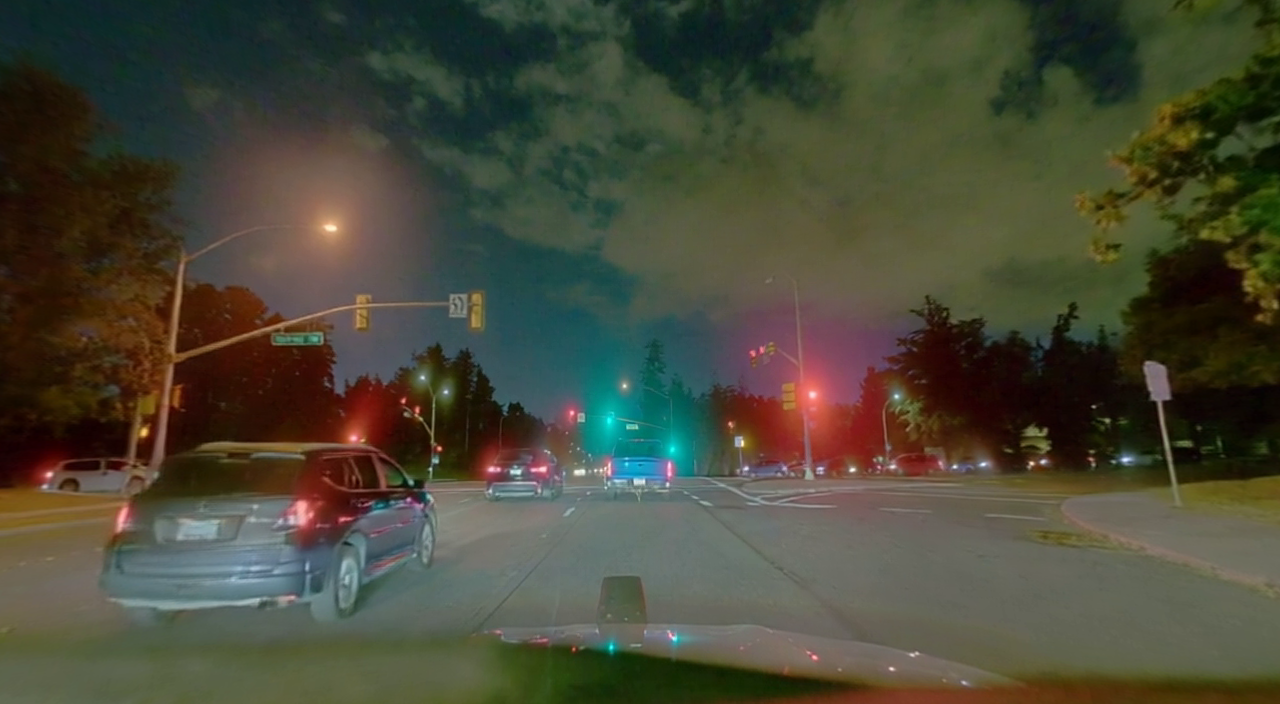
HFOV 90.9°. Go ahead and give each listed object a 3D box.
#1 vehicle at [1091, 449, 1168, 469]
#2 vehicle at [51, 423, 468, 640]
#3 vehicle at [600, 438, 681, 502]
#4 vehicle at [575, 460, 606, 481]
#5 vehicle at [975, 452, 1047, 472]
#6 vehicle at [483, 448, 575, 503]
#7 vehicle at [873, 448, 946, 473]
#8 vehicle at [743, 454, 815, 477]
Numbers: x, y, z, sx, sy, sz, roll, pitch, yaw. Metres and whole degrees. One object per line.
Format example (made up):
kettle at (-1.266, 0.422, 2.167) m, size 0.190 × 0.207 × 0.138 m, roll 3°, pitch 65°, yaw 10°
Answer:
vehicle at (37.831, 8.249, 48.726) m, size 4.525 × 1.468 × 1.839 m, roll 1°, pitch -9°, yaw -5°
vehicle at (-3.194, 1.540, 6.296) m, size 1.960 × 1.528 × 3.490 m, roll 0°, pitch -9°, yaw 0°
vehicle at (0.005, 3.452, 18.845) m, size 2.163 × 1.678 × 3.846 m, roll 0°, pitch -9°, yaw 0°
vehicle at (-3.861, 9.309, 49.722) m, size 2.101 × 1.443 × 4.367 m, roll 0°, pitch -9°, yaw 0°
vehicle at (28.706, 8.513, 48.864) m, size 4.365 × 1.448 × 1.928 m, roll 0°, pitch -9°, yaw 0°
vehicle at (-3.215, 3.663, 19.208) m, size 2.013 × 1.474 × 4.393 m, roll 0°, pitch -9°, yaw 0°
vehicle at (20.756, 8.409, 48.671) m, size 4.585 × 1.681 × 2.140 m, roll -2°, pitch -10°, yaw -1°
vehicle at (10.619, 8.733, 48.383) m, size 4.875 × 1.473 × 2.077 m, roll -2°, pitch -12°, yaw -2°
